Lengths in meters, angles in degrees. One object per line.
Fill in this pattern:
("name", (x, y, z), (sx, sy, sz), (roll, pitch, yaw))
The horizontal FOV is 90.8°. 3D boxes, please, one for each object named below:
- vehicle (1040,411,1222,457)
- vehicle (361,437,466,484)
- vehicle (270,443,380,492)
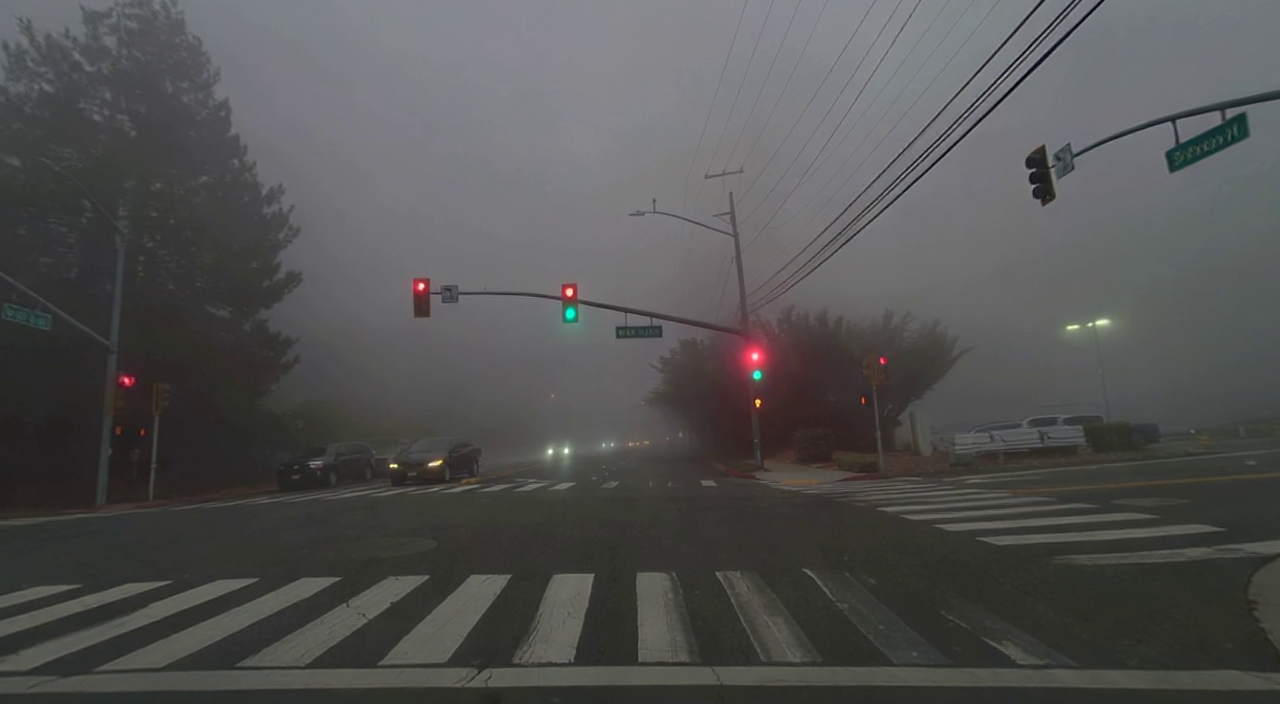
("vehicle", (16.938, 2.908, 22.113), (4.560, 1.453, 1.851), (-3, -9, 18))
("vehicle", (-10.149, 4.927, 28.984), (2.664, 1.940, 5.702), (0, -9, 0))
("vehicle", (-13.777, 5.062, 28.060), (2.306, 1.957, 4.968), (0, -9, -1))
